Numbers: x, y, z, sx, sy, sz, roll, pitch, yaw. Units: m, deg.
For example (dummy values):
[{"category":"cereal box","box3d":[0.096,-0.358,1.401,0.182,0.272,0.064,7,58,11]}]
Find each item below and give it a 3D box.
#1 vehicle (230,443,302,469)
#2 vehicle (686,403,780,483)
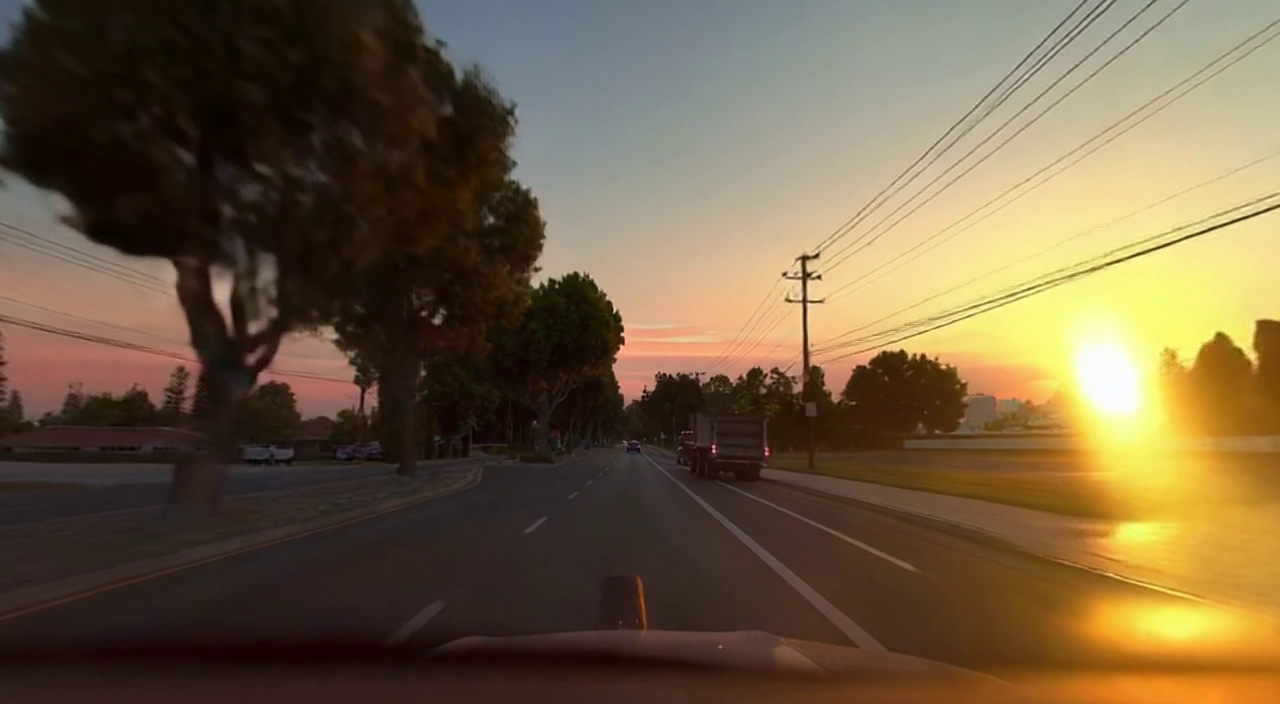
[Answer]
[{"category":"vehicle","box3d":[-26.025,7.241,44.021,1.950,1.658,4.576,0,-8,4]},{"category":"vehicle","box3d":[3.662,3.856,26.609,2.706,2.880,7.117,1,-8,-1]}]
